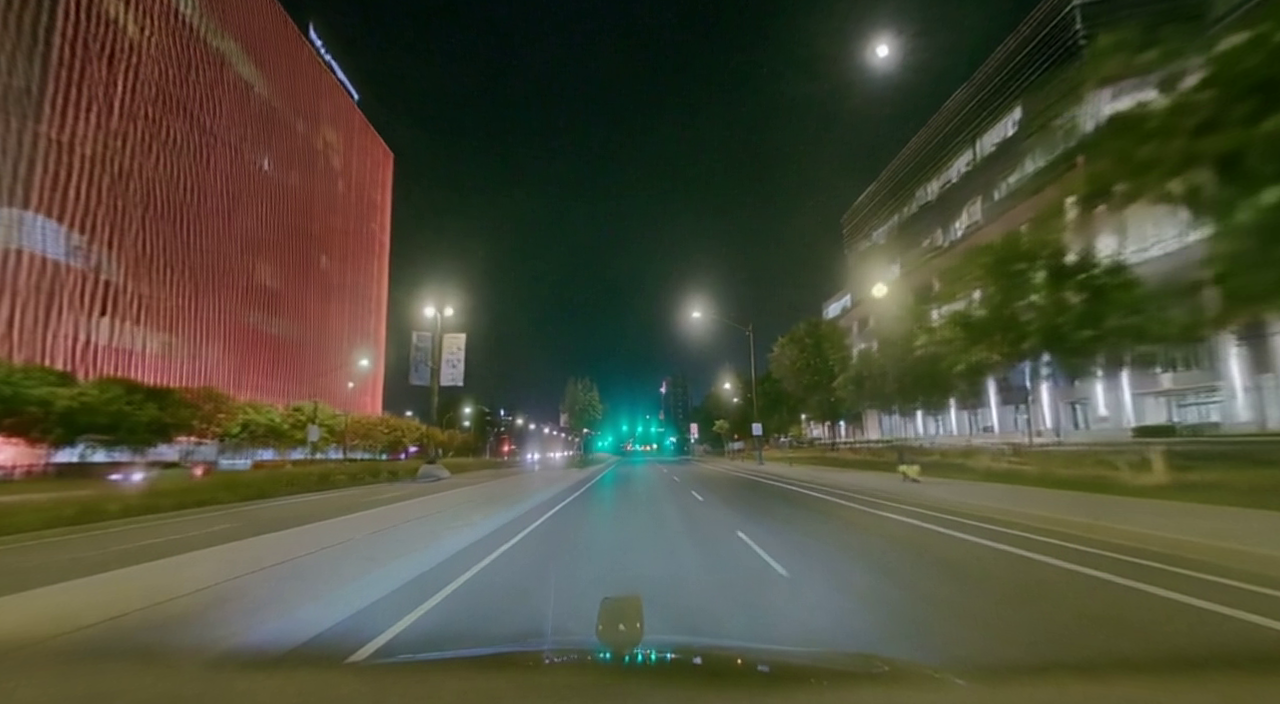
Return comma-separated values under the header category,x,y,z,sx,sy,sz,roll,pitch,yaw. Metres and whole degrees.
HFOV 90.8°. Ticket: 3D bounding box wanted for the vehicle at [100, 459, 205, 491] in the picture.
category,x,y,z,sx,sy,sz,roll,pitch,yaw
vehicle,-26.453,6.658,34.532,1.927,1.476,4.717,0,-9,0
